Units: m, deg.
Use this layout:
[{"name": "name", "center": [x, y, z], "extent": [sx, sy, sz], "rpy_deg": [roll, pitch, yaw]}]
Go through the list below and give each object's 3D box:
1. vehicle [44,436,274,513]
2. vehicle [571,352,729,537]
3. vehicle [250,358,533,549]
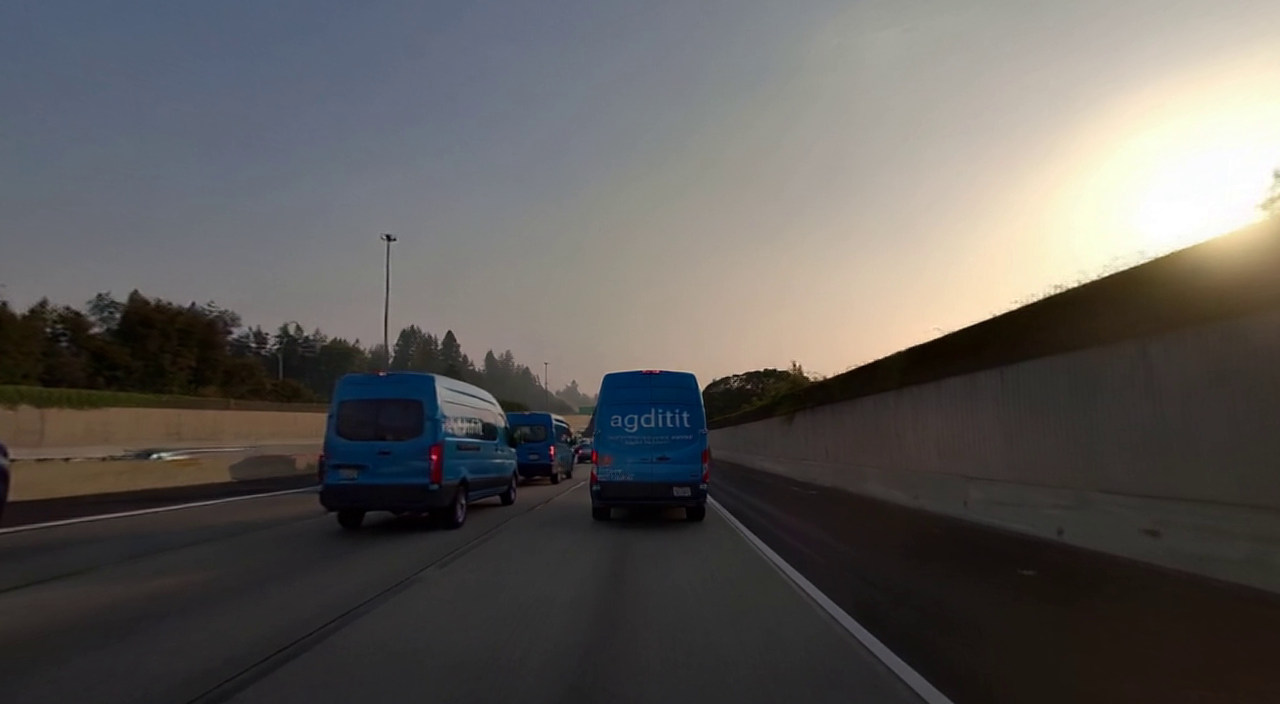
[{"name": "vehicle", "center": [-11.038, 2.814, 15.000], "extent": [1.839, 1.524, 4.449], "rpy_deg": [0, -8, 2]}, {"name": "vehicle", "center": [0.155, 1.824, 12.576], "extent": [2.316, 2.738, 6.398], "rpy_deg": [0, -9, 0]}, {"name": "vehicle", "center": [-3.635, 1.691, 10.871], "extent": [2.729, 2.439, 5.418], "rpy_deg": [0, -8, -1]}]
